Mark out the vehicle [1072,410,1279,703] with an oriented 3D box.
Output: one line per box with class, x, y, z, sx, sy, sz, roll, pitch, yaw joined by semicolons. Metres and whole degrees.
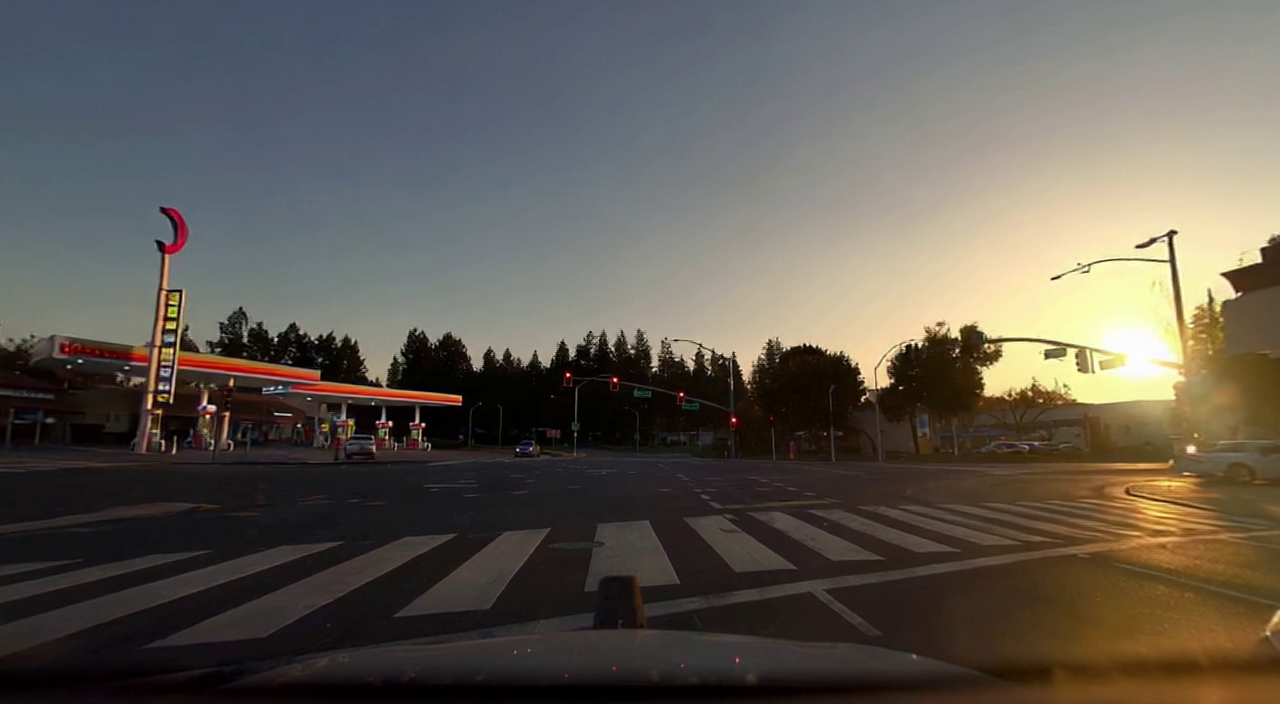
vehicle;3.312;0.749;1.035;2.023;1.437;4.477;0;-8;0
